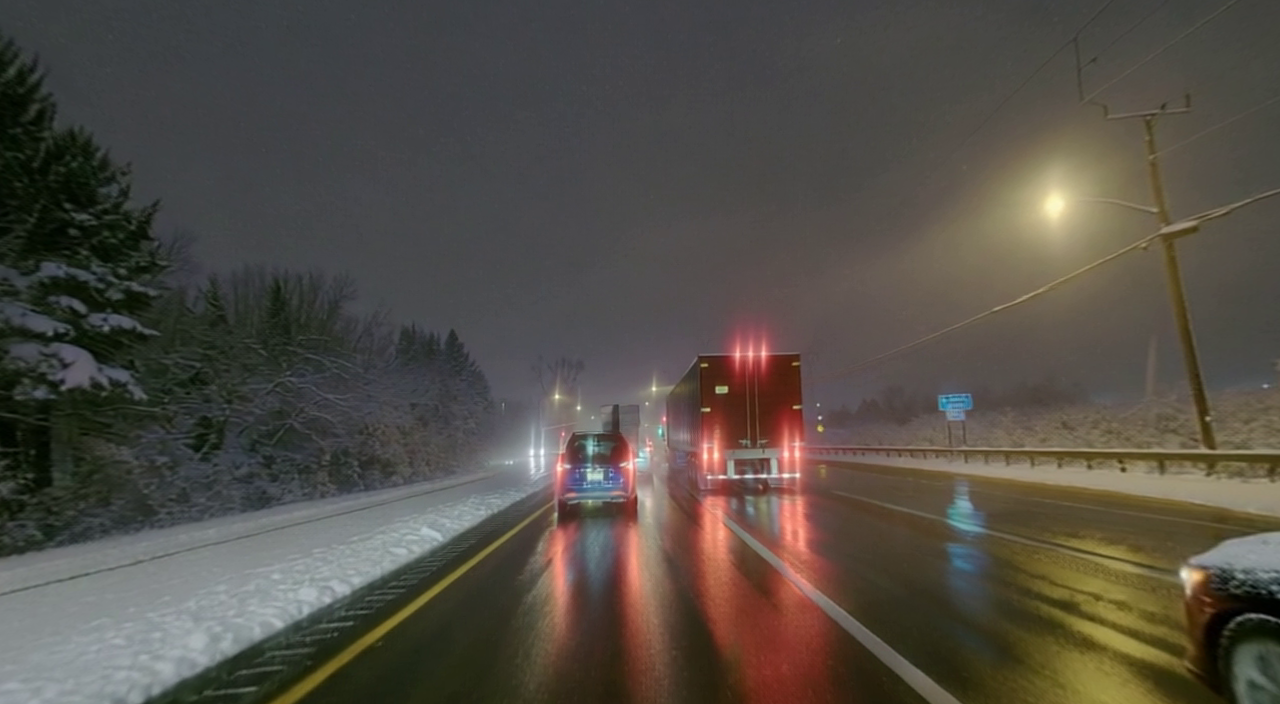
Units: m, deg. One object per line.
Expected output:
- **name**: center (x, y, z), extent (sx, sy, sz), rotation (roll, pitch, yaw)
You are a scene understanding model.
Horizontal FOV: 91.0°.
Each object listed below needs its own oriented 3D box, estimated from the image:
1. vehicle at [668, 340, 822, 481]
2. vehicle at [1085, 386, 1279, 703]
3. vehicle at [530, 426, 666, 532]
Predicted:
- **vehicle**: center (3.533, 2.927, 27.520), extent (3.591, 4.290, 16.696), rotation (0, -8, -1)
- **vehicle**: center (3.580, 0.710, 1.253), extent (1.960, 1.515, 4.713), rotation (0, -8, 1)
- **vehicle**: center (-0.653, 2.177, 11.393), extent (2.009, 1.554, 4.013), rotation (0, -8, -1)
